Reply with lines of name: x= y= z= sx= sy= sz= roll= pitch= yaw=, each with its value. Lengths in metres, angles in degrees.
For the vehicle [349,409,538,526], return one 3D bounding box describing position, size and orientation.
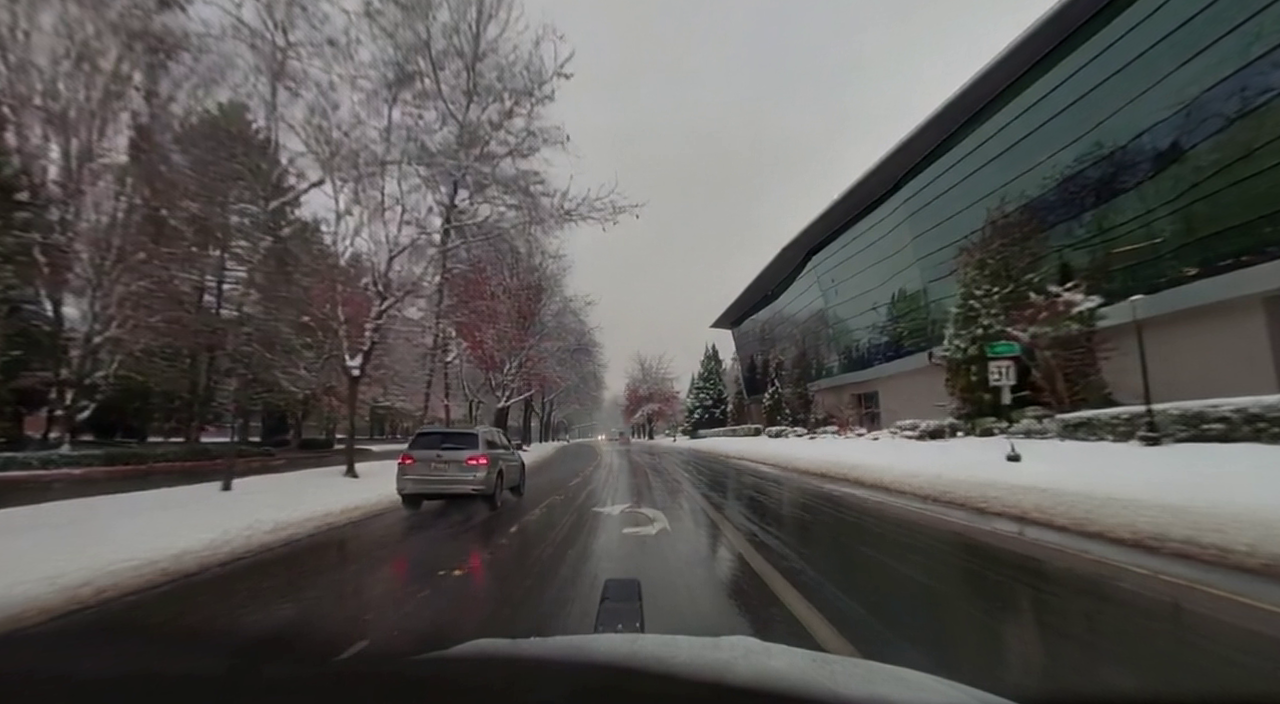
vehicle: x=-3.276 y=1.999 z=11.675 sx=2.067 sy=1.700 sz=4.561 roll=0 pitch=-7 yaw=-1
